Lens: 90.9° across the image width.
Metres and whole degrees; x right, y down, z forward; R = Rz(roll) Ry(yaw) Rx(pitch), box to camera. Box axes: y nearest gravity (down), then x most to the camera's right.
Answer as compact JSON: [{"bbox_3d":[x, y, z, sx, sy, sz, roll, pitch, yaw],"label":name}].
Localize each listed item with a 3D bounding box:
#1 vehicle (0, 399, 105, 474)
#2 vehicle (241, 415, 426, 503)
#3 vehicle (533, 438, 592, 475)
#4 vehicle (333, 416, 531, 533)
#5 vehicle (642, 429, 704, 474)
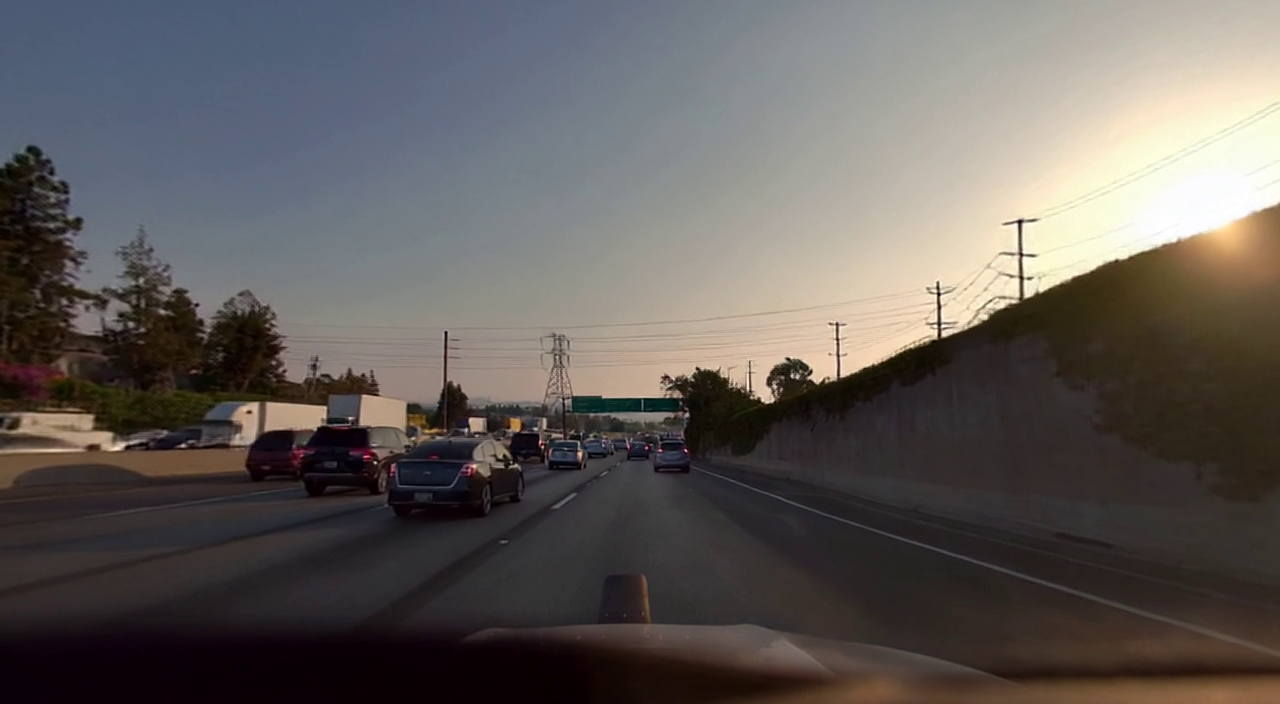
[{"bbox_3d":[-20.224,2.675,20.129,2.134,2.068,4.956,-1,-2,-1],"label":"vehicle"},{"bbox_3d":[-7.234,2.597,15.624,2.222,1.825,4.640,0,-8,0],"label":"vehicle"},{"bbox_3d":[-3.450,4.742,28.872,2.049,1.530,4.707,0,-8,1],"label":"vehicle"},{"bbox_3d":[-3.487,2.149,11.667,2.026,1.719,4.490,0,-8,1],"label":"vehicle"},{"bbox_3d":[1.561,5.150,32.880,2.793,2.132,5.682,0,-8,-1],"label":"vehicle"}]
